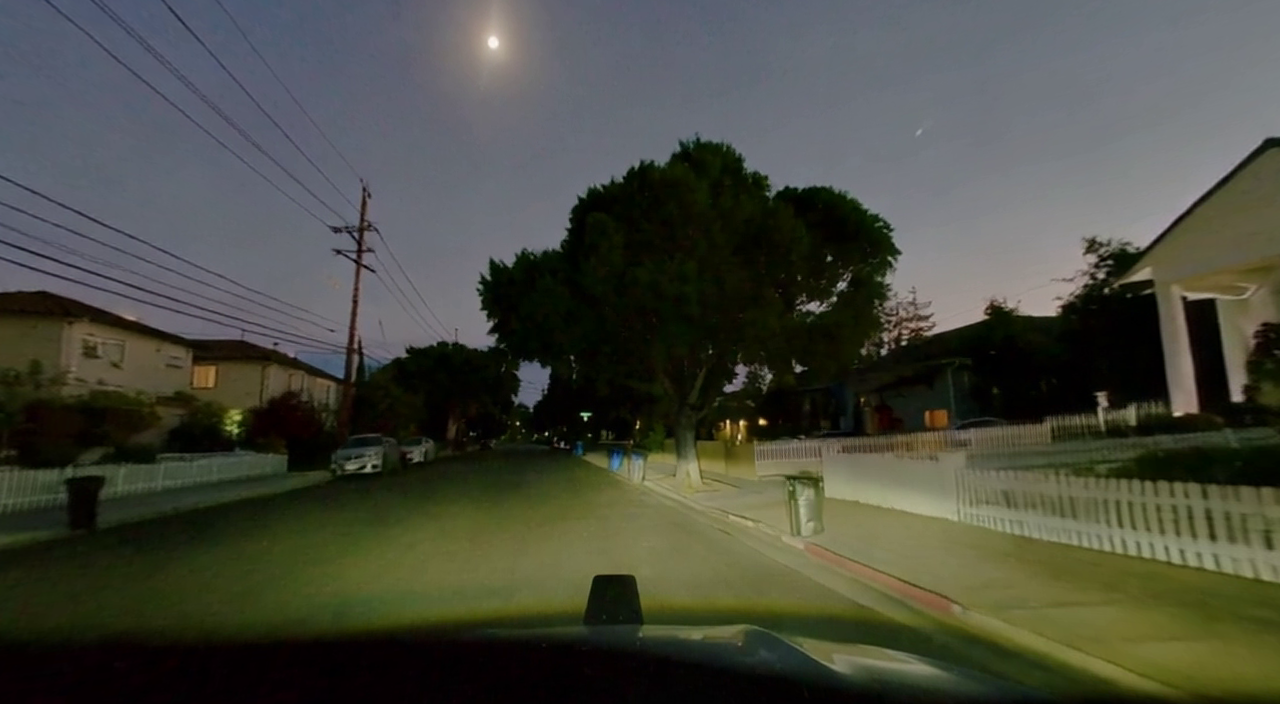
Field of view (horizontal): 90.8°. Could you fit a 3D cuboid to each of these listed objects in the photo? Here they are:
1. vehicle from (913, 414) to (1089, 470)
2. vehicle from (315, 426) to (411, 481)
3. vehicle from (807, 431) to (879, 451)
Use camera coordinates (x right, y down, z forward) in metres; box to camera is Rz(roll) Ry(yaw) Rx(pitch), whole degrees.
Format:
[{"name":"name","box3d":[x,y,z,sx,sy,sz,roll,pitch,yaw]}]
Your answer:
[{"name":"vehicle","box3d":[11.967,3.028,21.106,4.842,1.728,1.875,1,-9,-7]},{"name":"vehicle","box3d":[-11.242,4.182,26.156,2.240,1.940,5.429,-1,-8,-8]},{"name":"vehicle","box3d":[11.551,5.096,36.095,3.606,1.094,1.420,2,-8,-7]}]
